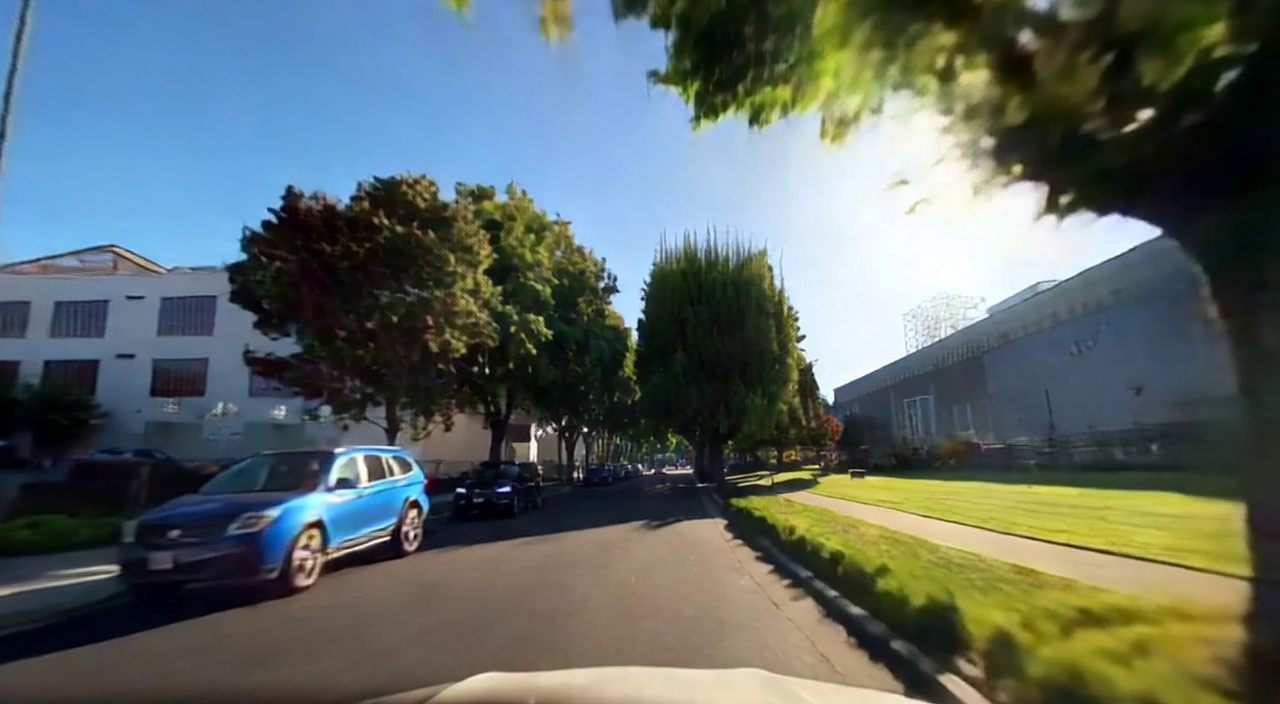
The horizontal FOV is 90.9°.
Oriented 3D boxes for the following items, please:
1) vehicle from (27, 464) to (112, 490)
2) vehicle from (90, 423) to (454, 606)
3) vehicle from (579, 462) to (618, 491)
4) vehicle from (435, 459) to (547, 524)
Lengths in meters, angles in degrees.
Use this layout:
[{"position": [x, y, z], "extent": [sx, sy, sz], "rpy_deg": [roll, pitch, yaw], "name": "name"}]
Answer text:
[{"position": [-32.313, 7.078, 35.788], "extent": [1.590, 1.392, 3.279], "rpy_deg": [0, -11, 1], "name": "vehicle"}, {"position": [-4.375, 2.028, 8.670], "extent": [2.022, 1.776, 4.625], "rpy_deg": [-2, -10, 3], "name": "vehicle"}, {"position": [-2.522, 7.656, 38.941], "extent": [2.011, 1.596, 3.760], "rpy_deg": [-1, -10, 2], "name": "vehicle"}, {"position": [-4.009, 3.835, 17.762], "extent": [1.903, 1.542, 4.115], "rpy_deg": [-2, -10, 4], "name": "vehicle"}]
